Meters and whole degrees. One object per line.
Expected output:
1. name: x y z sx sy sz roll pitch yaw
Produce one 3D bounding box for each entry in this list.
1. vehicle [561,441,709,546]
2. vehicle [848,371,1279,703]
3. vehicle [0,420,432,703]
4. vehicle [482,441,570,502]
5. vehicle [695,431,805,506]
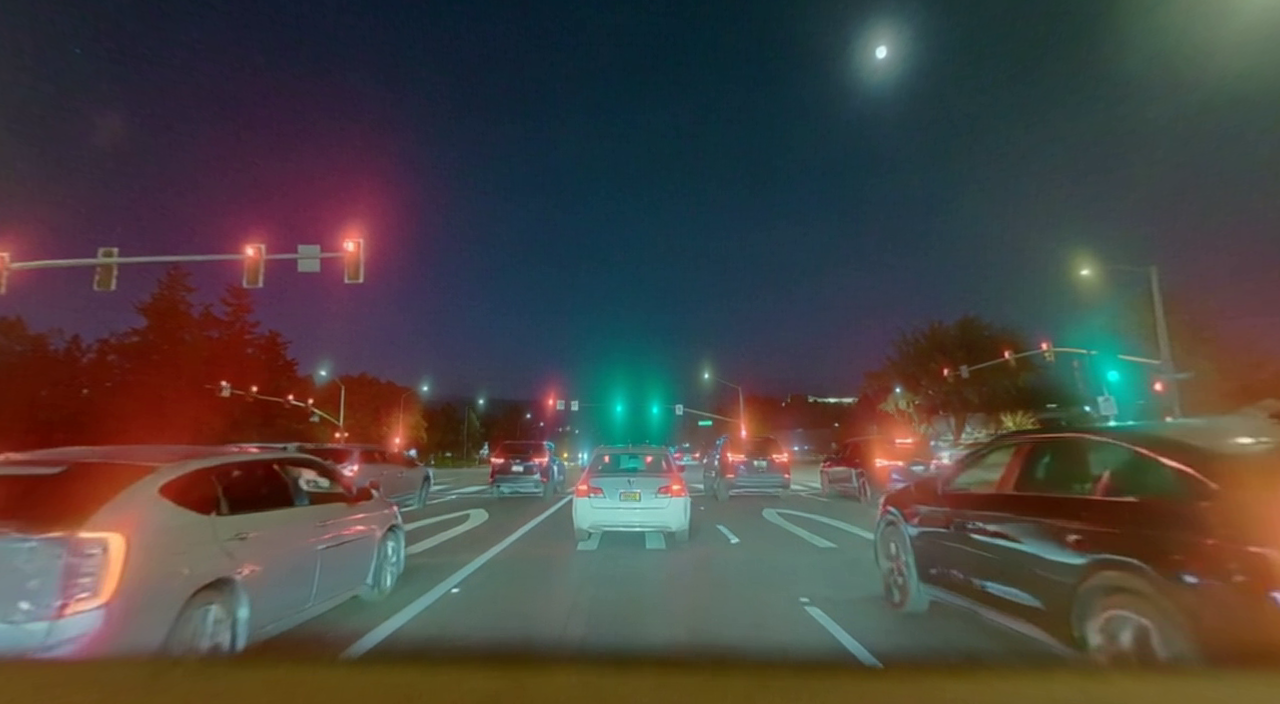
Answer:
1. vehicle: -0.115 2.315 11.029 2.098 1.461 3.958 0 -8 -1
2. vehicle: 3.047 1.073 3.544 1.996 1.566 4.917 0 -8 -1
3. vehicle: -3.267 1.317 4.507 2.045 1.463 4.490 0 -8 0
4. vehicle: -3.479 3.720 20.139 2.033 1.714 4.278 0 -8 -1
5. vehicle: 2.847 3.153 17.530 2.138 1.778 4.422 0 -8 -1
